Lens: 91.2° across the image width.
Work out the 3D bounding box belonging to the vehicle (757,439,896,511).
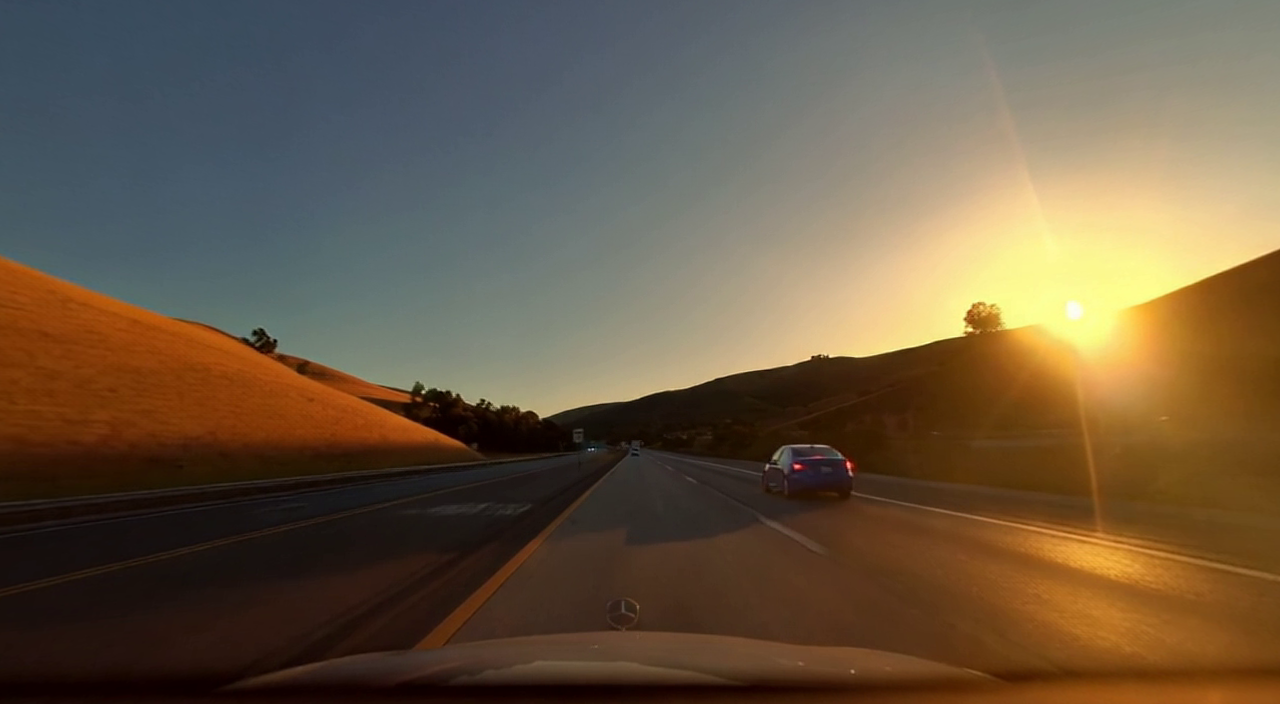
[{"bbox_3d":[4.240,2.871,15.043,1.981,1.440,4.125,0,-9,-1],"label":"vehicle"}]
